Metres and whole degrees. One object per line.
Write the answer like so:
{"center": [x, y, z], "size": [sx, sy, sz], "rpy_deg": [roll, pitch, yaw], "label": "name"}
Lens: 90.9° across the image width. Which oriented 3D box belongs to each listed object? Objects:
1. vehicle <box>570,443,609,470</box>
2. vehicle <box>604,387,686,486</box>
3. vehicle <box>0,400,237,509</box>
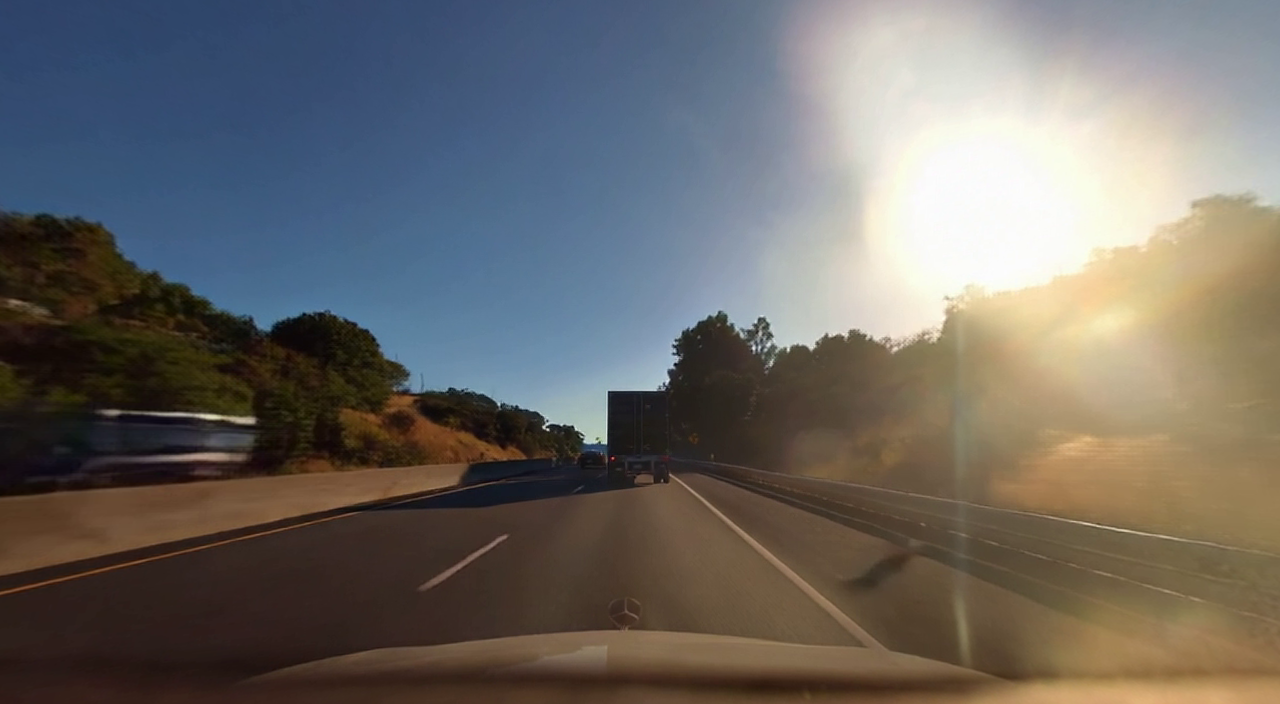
{"center": [-3.346, 7.029, 42.458], "size": [2.160, 1.661, 4.388], "rpy_deg": [0, -9, 1], "label": "vehicle"}
{"center": [0.079, 3.712, 27.111], "size": [2.913, 3.530, 8.648], "rpy_deg": [0, -9, -1], "label": "vehicle"}
{"center": [-15.078, 3.010, 18.678], "size": [2.288, 2.708, 5.765], "rpy_deg": [0, -9, 0], "label": "vehicle"}
